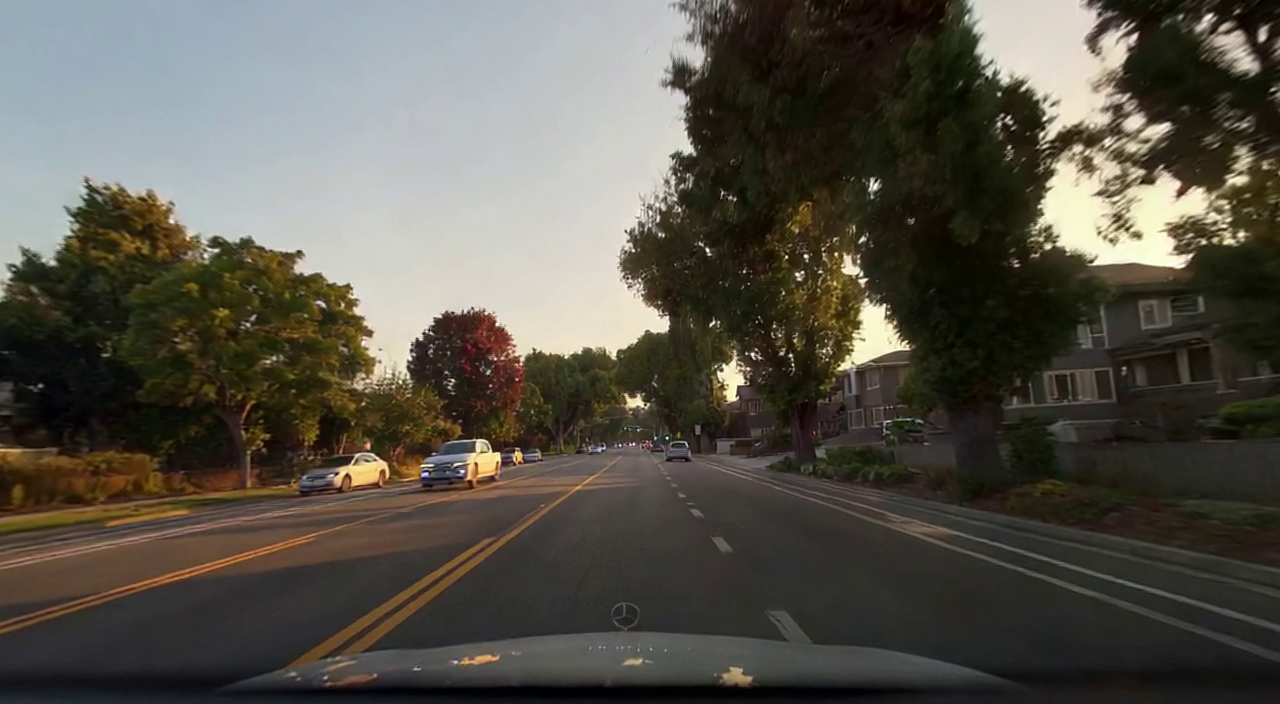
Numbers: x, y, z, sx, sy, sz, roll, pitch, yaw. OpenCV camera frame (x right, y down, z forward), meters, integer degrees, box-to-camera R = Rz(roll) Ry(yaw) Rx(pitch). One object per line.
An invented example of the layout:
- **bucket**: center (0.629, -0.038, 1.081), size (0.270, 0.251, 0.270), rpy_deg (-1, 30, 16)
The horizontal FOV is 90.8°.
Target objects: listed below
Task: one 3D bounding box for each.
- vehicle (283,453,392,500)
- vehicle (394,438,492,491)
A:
- **vehicle**: center (-12.042, 4.963, 25.607), size (1.977, 1.678, 4.694), rpy_deg (0, -9, 2)
- **vehicle**: center (-6.838, 3.950, 22.517), size (1.944, 1.655, 4.607), rpy_deg (0, -9, 1)
